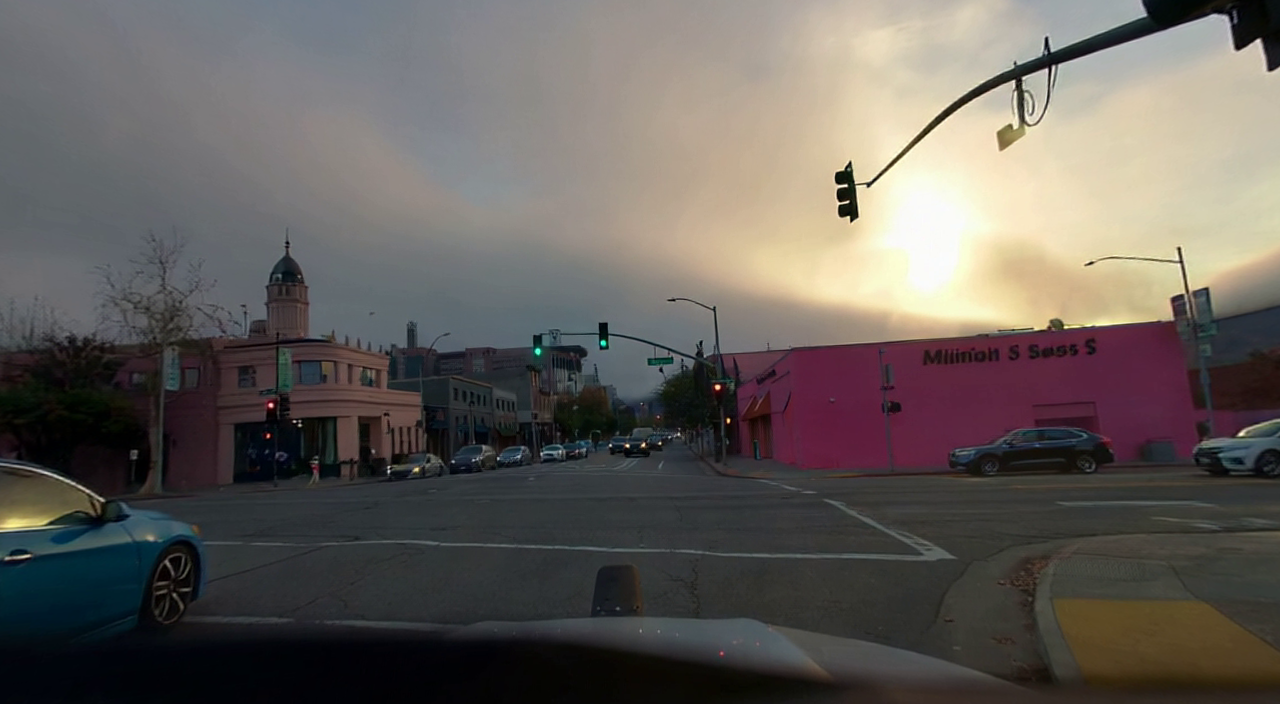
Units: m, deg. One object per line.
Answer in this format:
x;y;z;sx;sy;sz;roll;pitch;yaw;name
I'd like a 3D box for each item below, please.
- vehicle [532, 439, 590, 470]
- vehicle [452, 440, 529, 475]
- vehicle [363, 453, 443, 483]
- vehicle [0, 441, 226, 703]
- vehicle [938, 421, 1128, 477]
-4.524;5.977;36.870;1.928;1.647;4.575;-2;-9;13;vehicle
-8.405;5.973;36.045;2.152;1.825;5.406;-2;-9;12;vehicle
-12.616;6.167;33.855;1.976;1.425;4.567;-1;-9;9;vehicle
-3.744;0.967;2.142;1.759;1.325;4.295;0;-9;0;vehicle
11.552;2.891;18.802;4.355;1.546;1.820;-1;-9;6;vehicle
